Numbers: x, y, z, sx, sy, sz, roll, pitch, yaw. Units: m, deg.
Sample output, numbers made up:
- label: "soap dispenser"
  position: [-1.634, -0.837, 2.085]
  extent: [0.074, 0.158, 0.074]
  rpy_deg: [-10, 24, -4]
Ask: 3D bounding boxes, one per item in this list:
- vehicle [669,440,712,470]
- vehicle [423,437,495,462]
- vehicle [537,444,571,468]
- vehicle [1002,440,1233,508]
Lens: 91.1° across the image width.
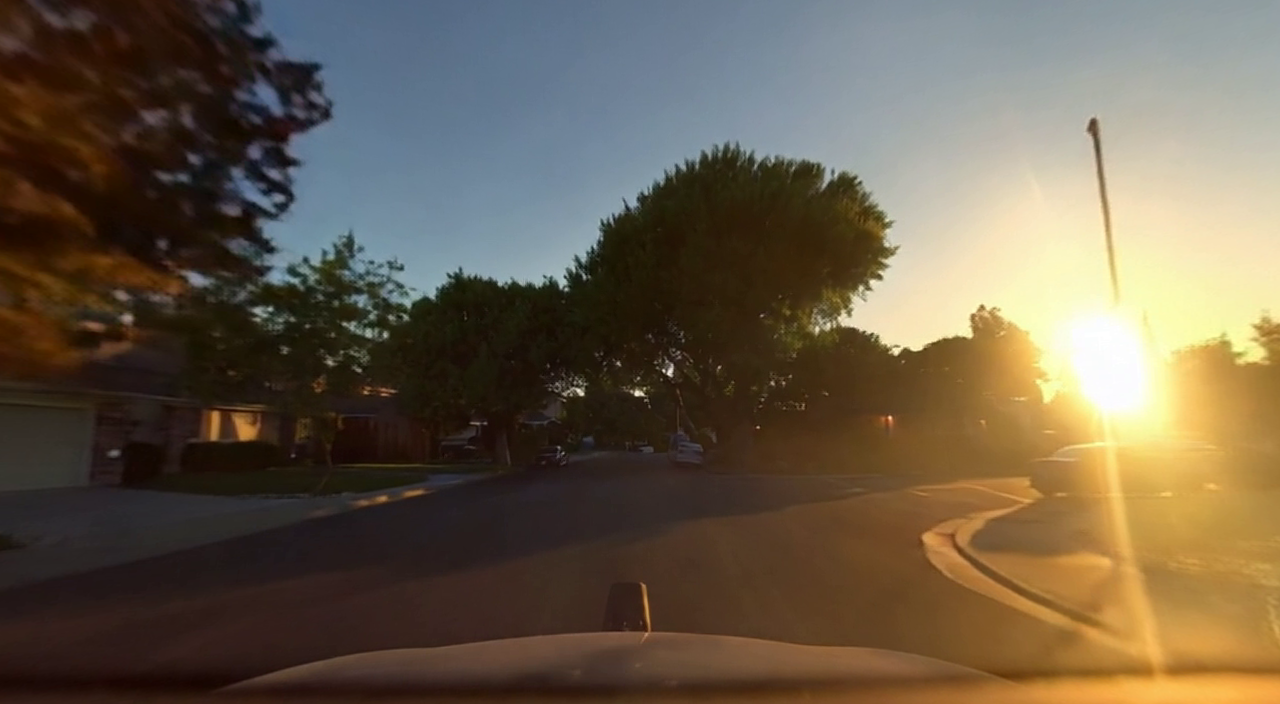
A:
- label: "vehicle"
  position: [3.143, 6.506, 39.820]
  extent: [2.140, 1.749, 4.369]
  rpy_deg: [1, -9, -3]
- label: "vehicle"
  position: [-13.830, 7.513, 48.272]
  extent: [5.019, 1.867, 2.006]
  rpy_deg: [1, -9, -8]
- label: "vehicle"
  position: [-6.025, 7.305, 44.296]
  extent: [1.947, 1.557, 3.900]
  rpy_deg: [0, -9, -2]
- label: "vehicle"
  position: [12.596, 3.162, 16.717]
  extent: [4.708, 1.527, 2.113]
  rpy_deg: [0, -8, -10]
